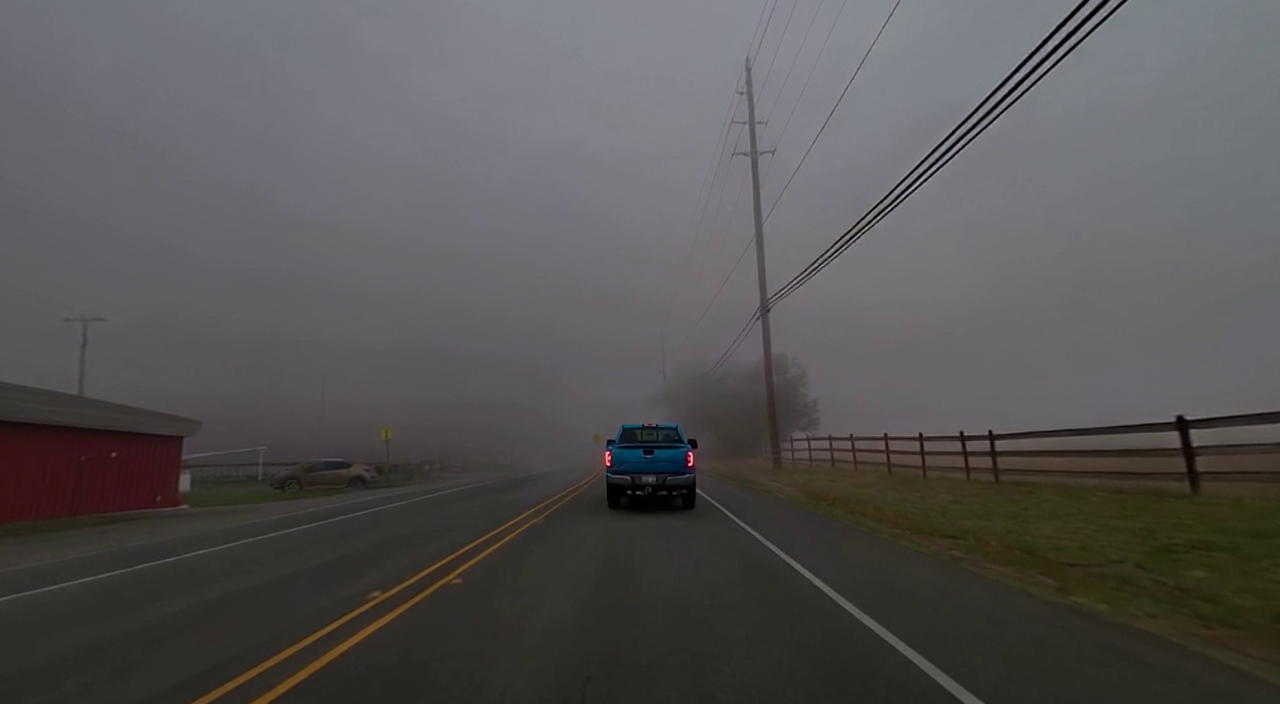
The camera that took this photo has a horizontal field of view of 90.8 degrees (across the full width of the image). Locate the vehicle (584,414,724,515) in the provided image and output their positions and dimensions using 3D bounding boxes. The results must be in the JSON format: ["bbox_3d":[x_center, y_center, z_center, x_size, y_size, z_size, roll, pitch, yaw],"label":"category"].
[{"bbox_3d":[0.230,2.660,15.479,2.693,1.941,6.356,0,-9,-1],"label":"vehicle"}]
